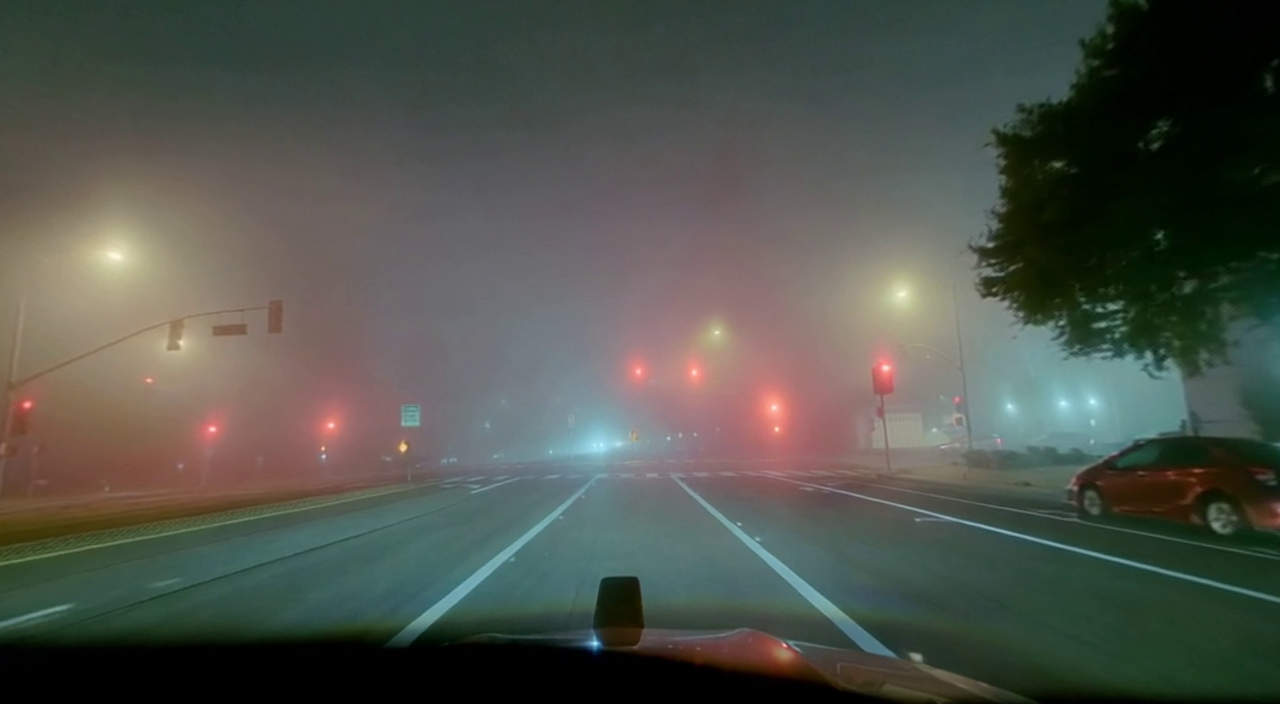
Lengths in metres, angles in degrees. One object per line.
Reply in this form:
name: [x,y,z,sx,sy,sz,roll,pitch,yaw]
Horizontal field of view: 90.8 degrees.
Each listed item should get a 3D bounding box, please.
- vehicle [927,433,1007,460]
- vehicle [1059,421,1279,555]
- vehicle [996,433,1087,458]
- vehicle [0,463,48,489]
vehicle: [22.009,6.355,42.557,4.323,1.746,1.872,0,-9,-3]
vehicle: [8.162,1.774,8.739,1.943,1.485,3.984,0,-9,0]
vehicle: [27.282,6.355,43.016,4.910,1.644,2.032,1,-9,-5]
vehicle: [-48.888,9.612,49.080,1.805,1.823,3.876,0,-9,1]
